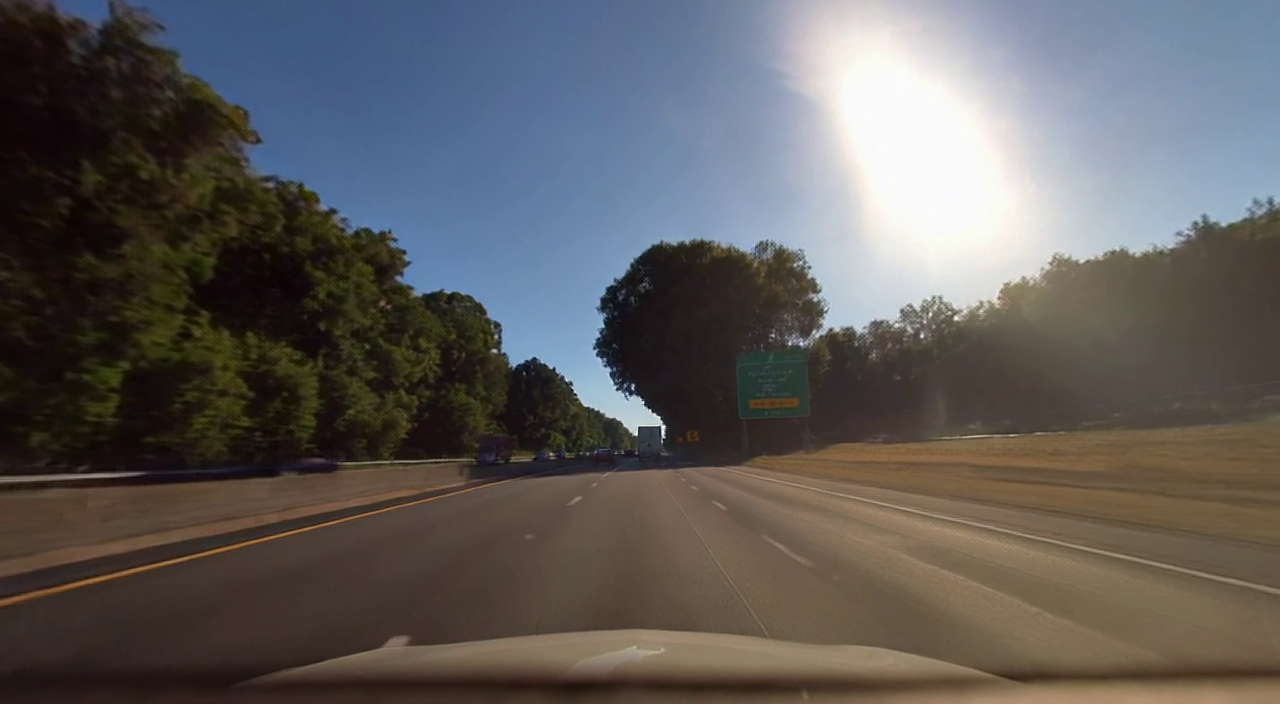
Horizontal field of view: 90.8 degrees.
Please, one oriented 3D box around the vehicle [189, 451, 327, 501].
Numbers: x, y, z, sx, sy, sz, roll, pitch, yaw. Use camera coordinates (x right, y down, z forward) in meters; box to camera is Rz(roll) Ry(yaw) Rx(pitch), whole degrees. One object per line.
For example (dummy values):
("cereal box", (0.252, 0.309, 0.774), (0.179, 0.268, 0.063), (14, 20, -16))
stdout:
("vehicle", (-12.178, 3.944, 20.468), (1.953, 1.454, 3.938), (0, -9, 0))
